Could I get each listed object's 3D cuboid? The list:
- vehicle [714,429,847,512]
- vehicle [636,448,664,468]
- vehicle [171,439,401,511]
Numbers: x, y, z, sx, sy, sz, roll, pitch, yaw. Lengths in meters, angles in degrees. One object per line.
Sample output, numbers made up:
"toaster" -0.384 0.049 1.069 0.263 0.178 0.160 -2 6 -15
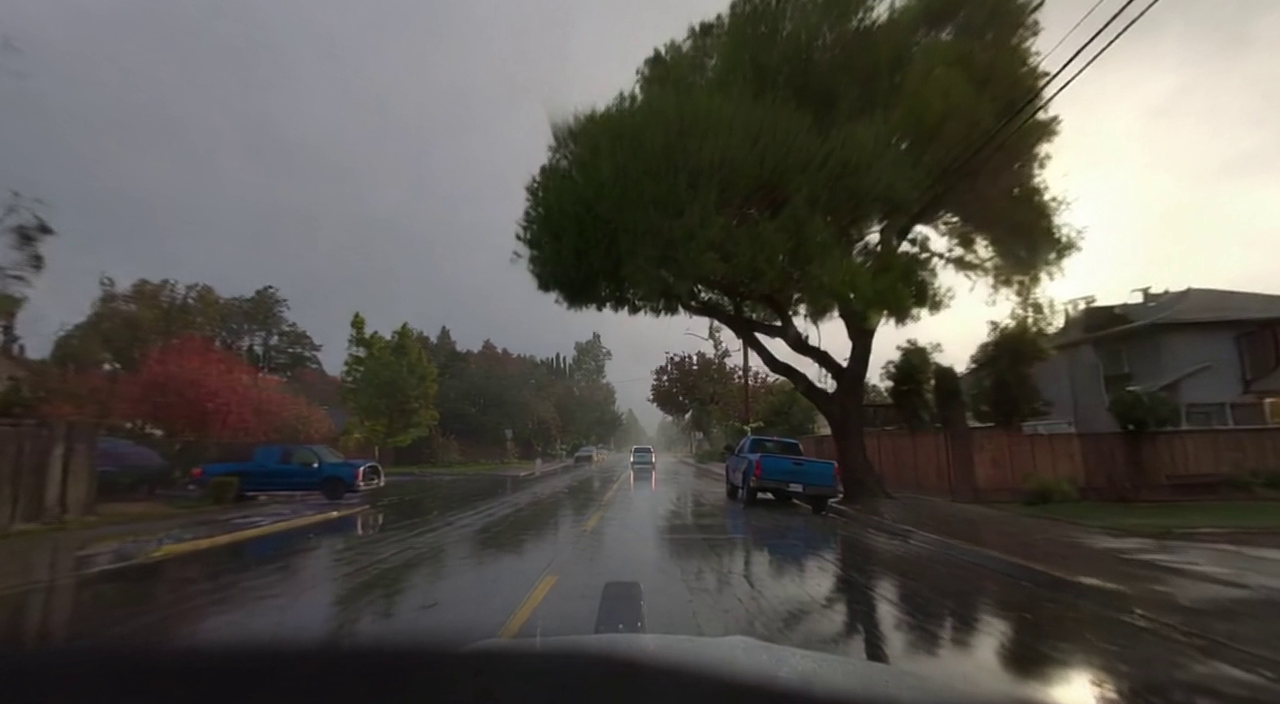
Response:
"vehicle" 3.610 3.194 17.656 2.394 1.901 5.759 0 -9 0
"vehicle" 0.735 8.085 48.370 2.064 1.477 3.968 0 -9 1
"vehicle" -9.319 3.239 16.950 4.947 1.769 2.023 0 -9 2
